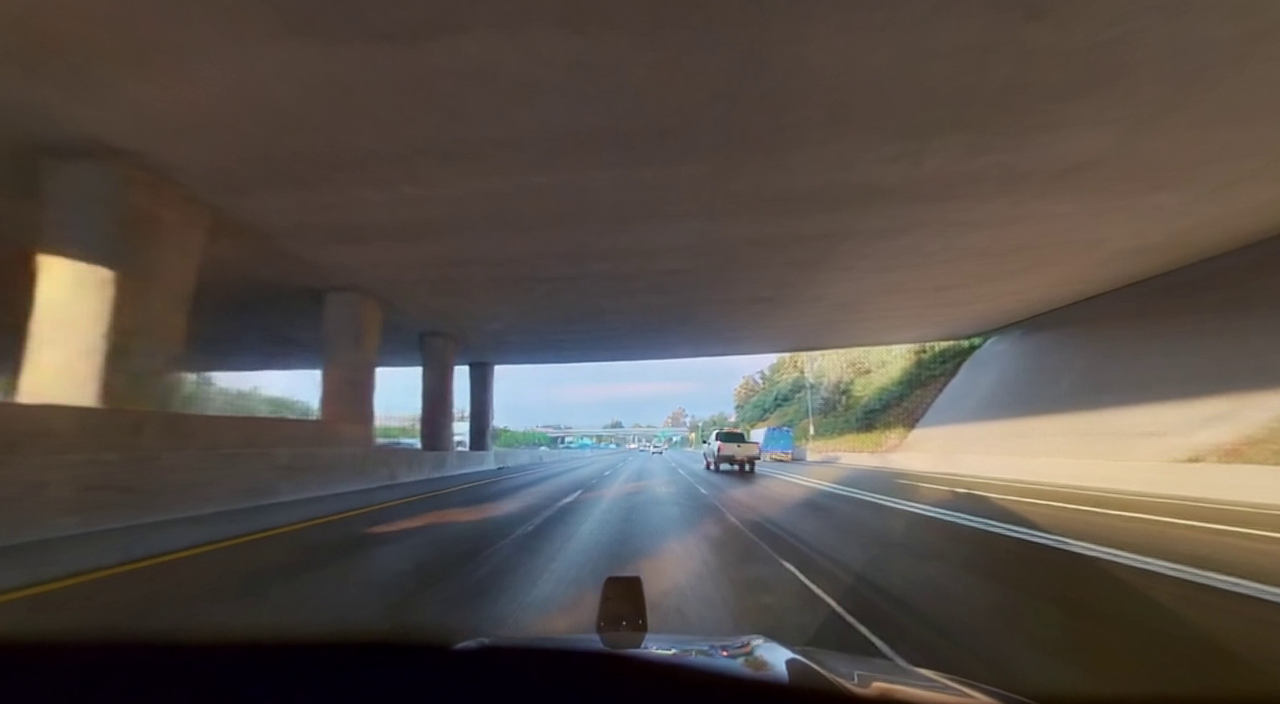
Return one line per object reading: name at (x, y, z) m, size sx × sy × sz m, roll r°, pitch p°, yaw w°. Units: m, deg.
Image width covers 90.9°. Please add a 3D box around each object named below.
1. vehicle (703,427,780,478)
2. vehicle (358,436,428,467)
vehicle at (4.386, 4.500, 28.372) m, size 2.505 × 2.020 × 5.532 m, roll 0°, pitch -9°, yaw 0°
vehicle at (-14.768, 5.993, 38.043) m, size 2.079 × 1.715 × 4.875 m, roll 0°, pitch -9°, yaw 2°
